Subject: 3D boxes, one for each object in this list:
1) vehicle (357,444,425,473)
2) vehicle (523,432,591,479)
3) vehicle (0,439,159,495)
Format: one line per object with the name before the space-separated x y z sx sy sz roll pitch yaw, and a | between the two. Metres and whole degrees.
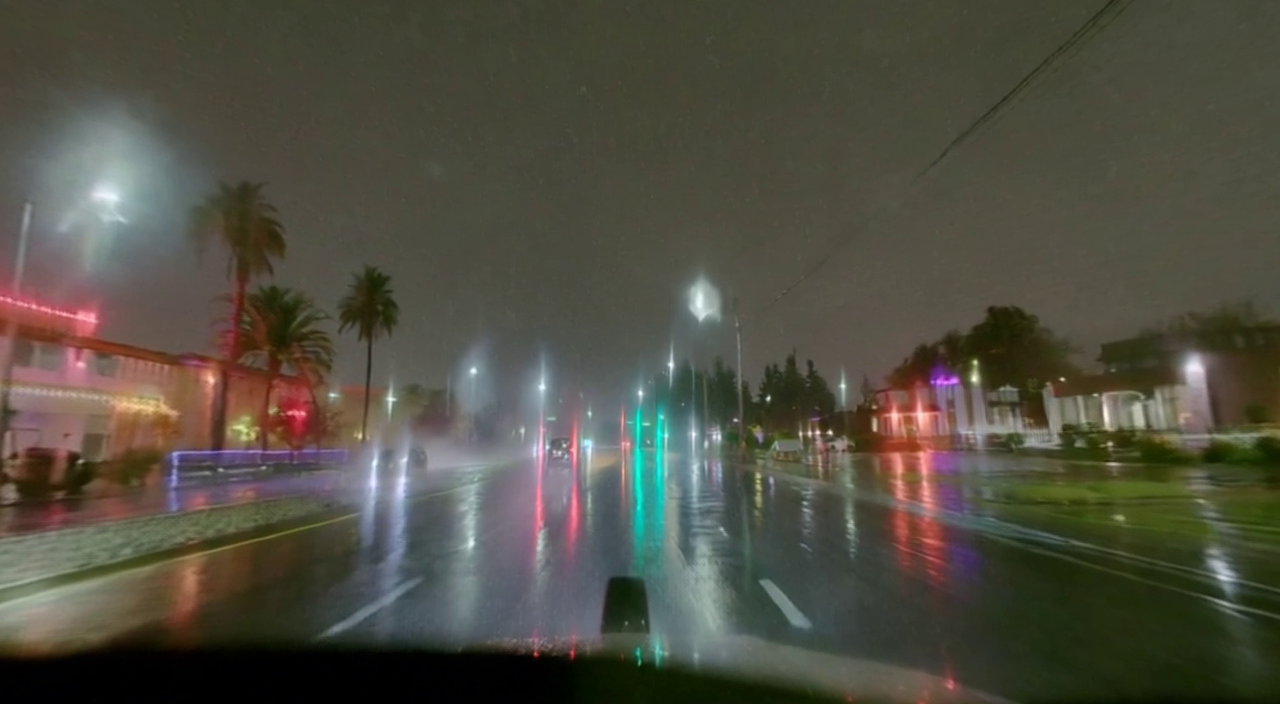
vehicle | -14.264 6.120 36.453 2.075 1.526 4.403 0 -9 1
vehicle | -3.237 4.161 25.576 2.062 1.693 4.669 0 -9 1
vehicle | -22.455 4.511 24.798 2.452 1.859 5.964 -3 -9 -1
